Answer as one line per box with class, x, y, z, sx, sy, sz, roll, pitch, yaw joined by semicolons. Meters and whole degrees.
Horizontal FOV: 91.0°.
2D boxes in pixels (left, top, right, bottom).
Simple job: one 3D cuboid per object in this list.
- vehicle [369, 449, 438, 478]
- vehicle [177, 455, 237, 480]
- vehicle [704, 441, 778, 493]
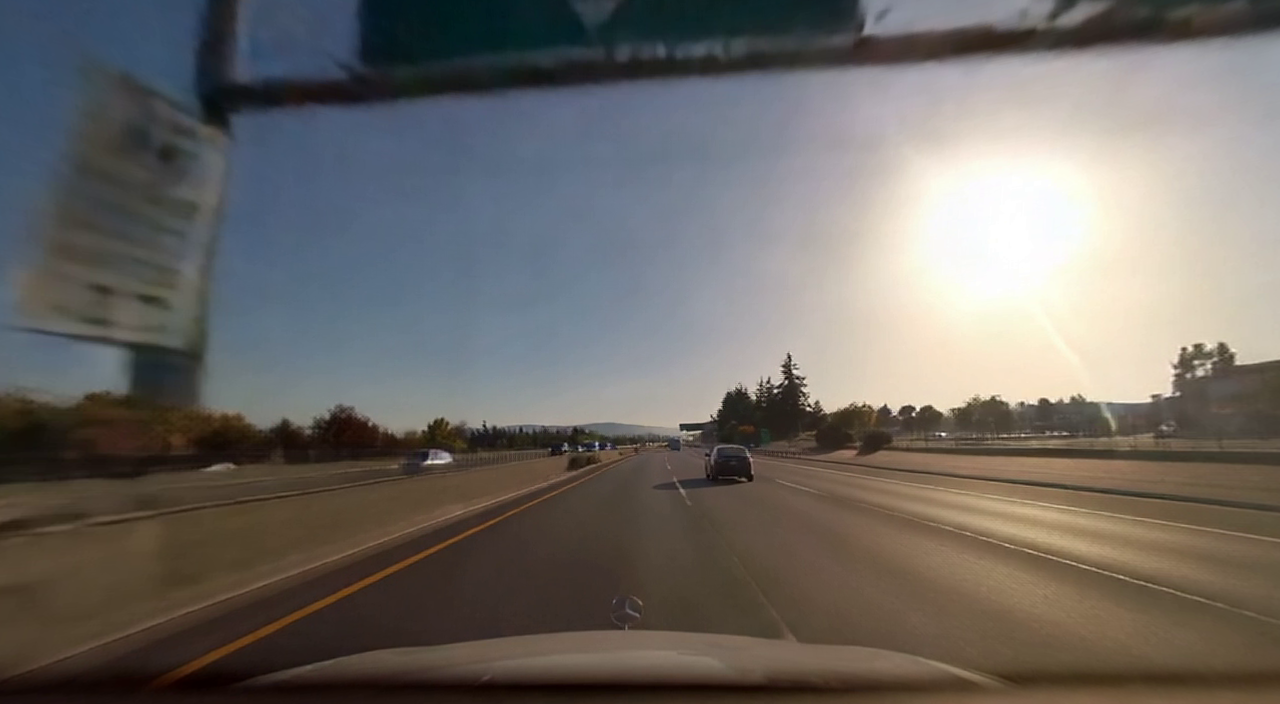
vehicle;-12.795;6.017;34.303;1.857;1.404;4.629;0;-8;2
vehicle;-32.160;8.556;46.886;1.813;1.622;4.130;1;-8;-6
vehicle;3.020;3.482;19.471;1.683;1.400;3.868;0;-8;1
